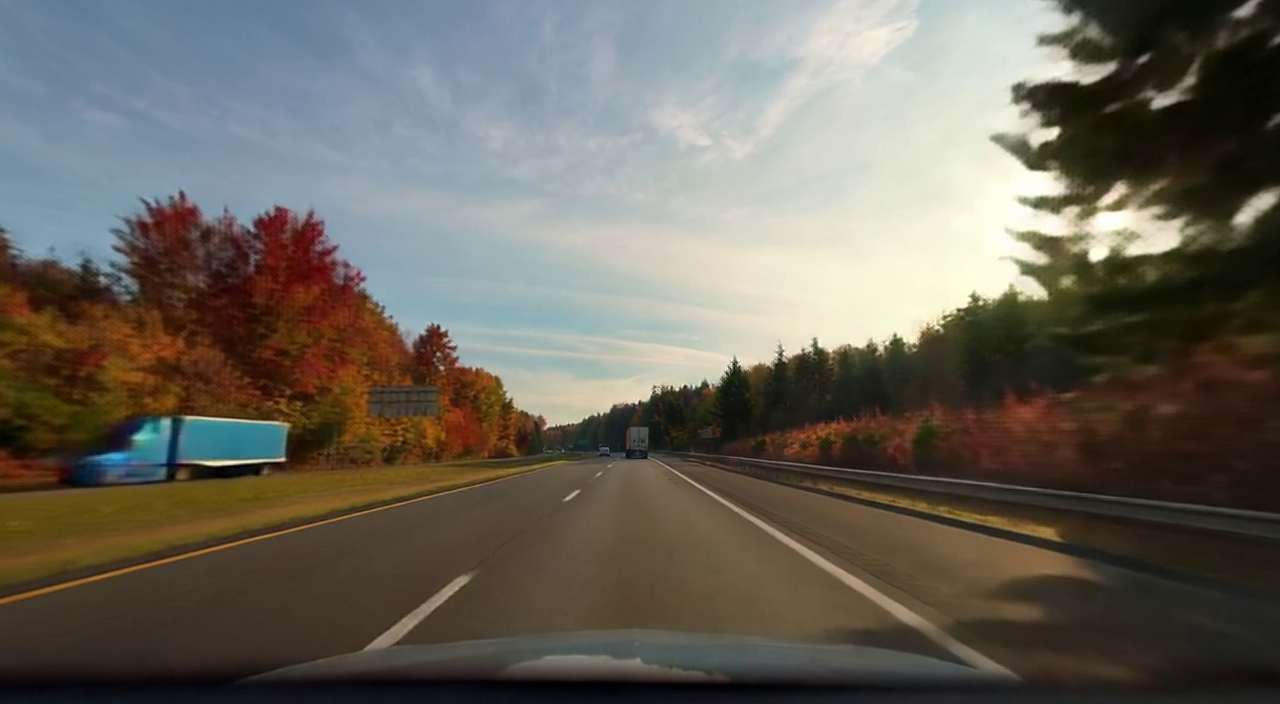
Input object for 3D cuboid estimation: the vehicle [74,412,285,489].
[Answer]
[{"bbox_3d":[-28.206,6.277,40.046,2.903,3.942,14.419,0,-9,-1],"label":"vehicle"}]
